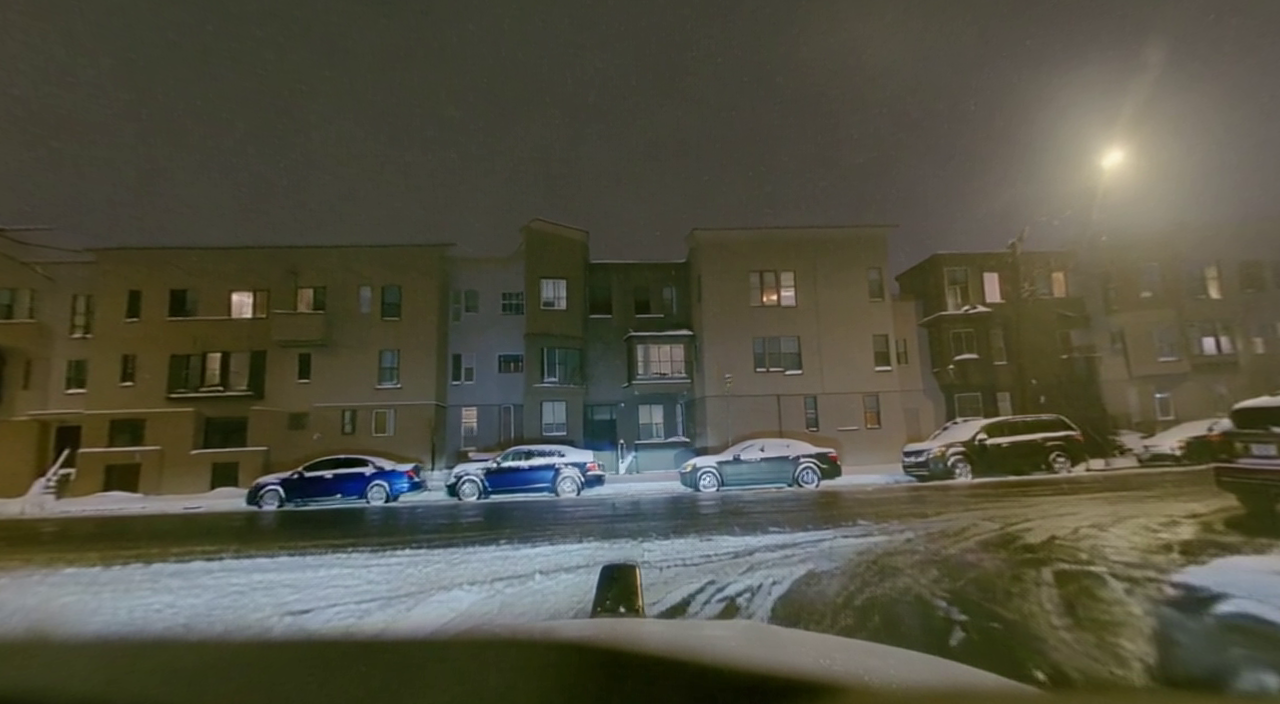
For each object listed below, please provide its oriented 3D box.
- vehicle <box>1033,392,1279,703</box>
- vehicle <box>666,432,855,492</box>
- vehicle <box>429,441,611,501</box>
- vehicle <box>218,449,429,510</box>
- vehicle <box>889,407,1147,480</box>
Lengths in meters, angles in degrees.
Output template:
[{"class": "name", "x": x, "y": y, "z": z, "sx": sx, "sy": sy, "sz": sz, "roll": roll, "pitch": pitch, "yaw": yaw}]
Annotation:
[{"class": "vehicle", "x": 3.164, "y": 0.751, "z": 1.229, "sx": 1.991, "sy": 1.489, "sz": 4.693, "roll": 0, "pitch": -8, "yaw": 3}, {"class": "vehicle", "x": 3.134, "y": 2.945, "z": 17.093, "sx": 4.681, "sy": 1.480, "sz": 1.817, "roll": 1, "pitch": -8, "yaw": -4}, {"class": "vehicle", "x": -3.040, "y": 3.104, "z": 16.750, "sx": 4.489, "sy": 1.470, "sz": 1.776, "roll": 1, "pitch": -8, "yaw": -4}, {"class": "vehicle", "x": -7.969, "y": 3.234, "z": 16.313, "sx": 4.423, "sy": 1.449, "sz": 1.813, "roll": 1, "pitch": -8, "yaw": -6}, {"class": "vehicle", "x": 10.331, "y": 2.556, "z": 17.640, "sx": 5.739, "sy": 1.852, "sz": 2.330, "roll": 1, "pitch": -8, "yaw": -3}]
